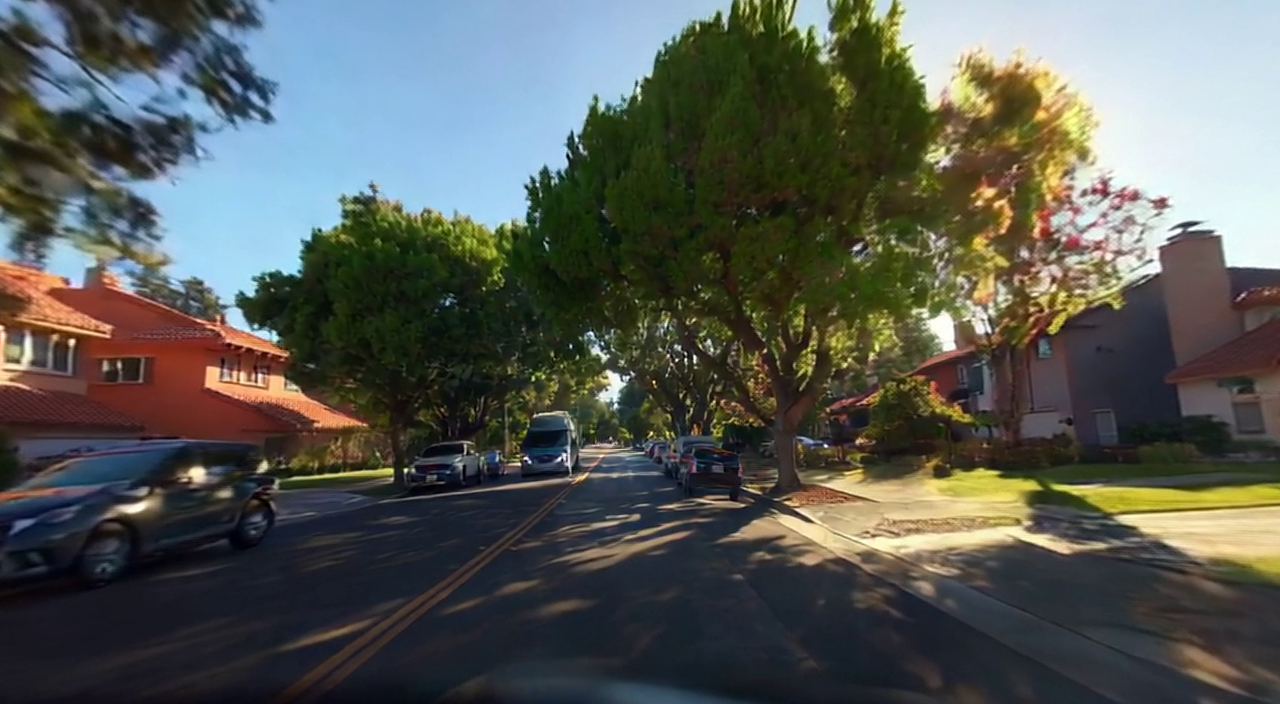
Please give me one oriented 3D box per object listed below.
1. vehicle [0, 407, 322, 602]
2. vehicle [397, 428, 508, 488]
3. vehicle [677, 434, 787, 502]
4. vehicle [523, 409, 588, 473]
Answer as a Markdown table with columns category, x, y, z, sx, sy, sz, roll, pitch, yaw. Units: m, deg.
| category | x | y | z | sx | sy | sz | roll | pitch | yaw |
| --- | --- | --- | --- | --- | --- | --- | --- | --- | --- |
| vehicle | -6.103 | 1.678 | 7.867 | 2.033 | 1.721 | 4.328 | 0 | -8 | 0 |
| vehicle | -6.453 | 3.722 | 22.563 | 2.265 | 1.876 | 5.371 | 0 | -8 | 1 |
| vehicle | 2.225 | 2.943 | 16.482 | 1.996 | 1.516 | 4.122 | 0 | -8 | -4 |
| vehicle | -3.997 | 4.399 | 31.212 | 2.469 | 2.819 | 6.393 | 0 | -8 | -2 |
